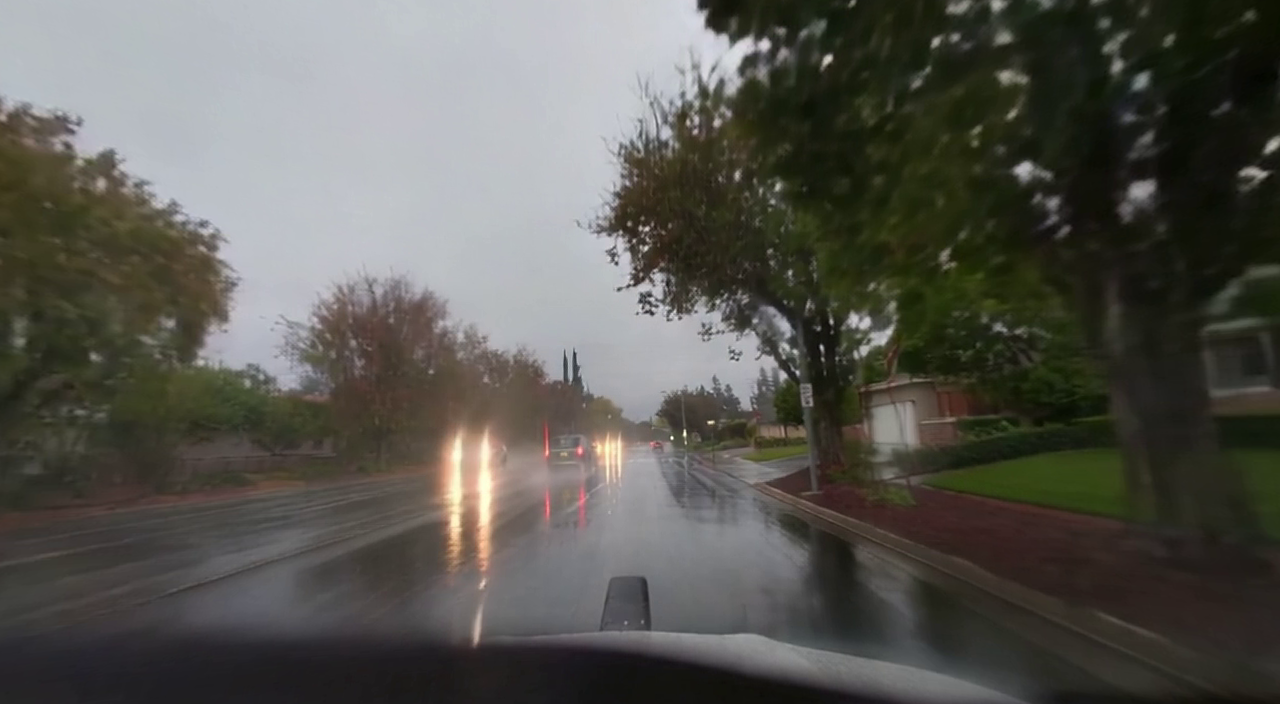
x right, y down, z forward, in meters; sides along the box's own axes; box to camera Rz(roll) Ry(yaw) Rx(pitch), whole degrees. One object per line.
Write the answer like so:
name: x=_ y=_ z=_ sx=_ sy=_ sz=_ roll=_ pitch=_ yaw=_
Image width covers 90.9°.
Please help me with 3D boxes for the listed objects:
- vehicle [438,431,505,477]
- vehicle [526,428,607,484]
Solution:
vehicle: x=-8.542 y=5.220 z=32.405 sx=2.159 sy=1.983 sz=4.530 roll=-5 pitch=-8 yaw=0
vehicle: x=-2.479 y=3.681 z=22.498 sx=2.190 sy=1.766 sz=4.394 roll=0 pitch=-8 yaw=2
